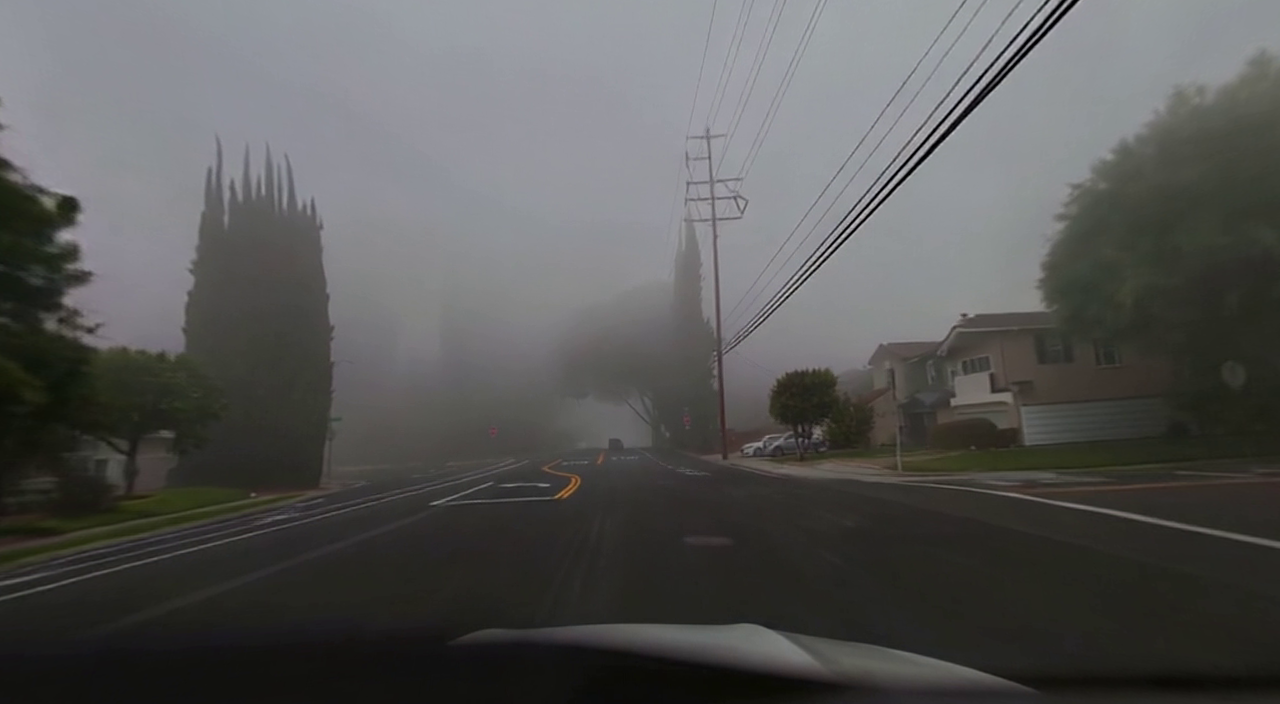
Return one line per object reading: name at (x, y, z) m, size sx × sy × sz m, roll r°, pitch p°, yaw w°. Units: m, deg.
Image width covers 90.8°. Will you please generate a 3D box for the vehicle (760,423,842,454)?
vehicle at (10.026, 5.439, 39.659) m, size 4.544 × 1.807 × 2.204 m, roll 0°, pitch -8°, yaw 2°
